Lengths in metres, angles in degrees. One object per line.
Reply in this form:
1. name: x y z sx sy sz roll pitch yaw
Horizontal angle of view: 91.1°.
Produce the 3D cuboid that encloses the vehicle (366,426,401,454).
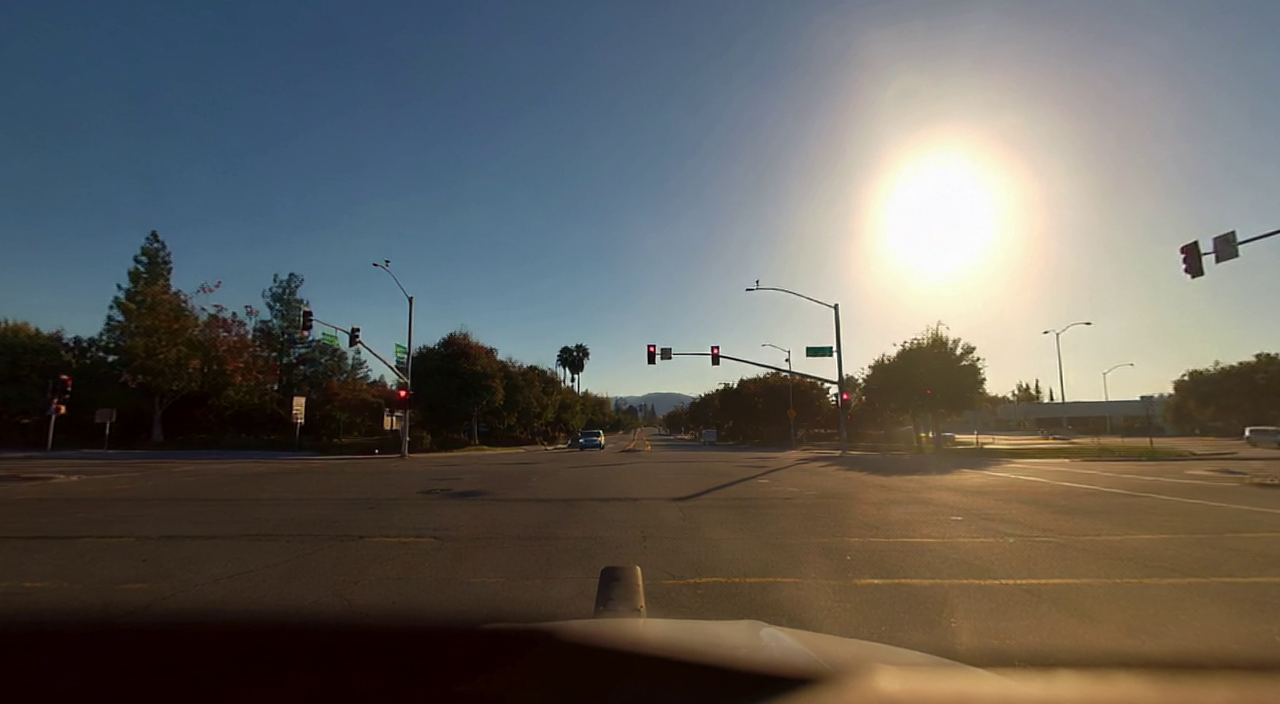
1. vehicle: -20.001 6.861 48.868 1.873 2.079 2.879 5 -10 -33
